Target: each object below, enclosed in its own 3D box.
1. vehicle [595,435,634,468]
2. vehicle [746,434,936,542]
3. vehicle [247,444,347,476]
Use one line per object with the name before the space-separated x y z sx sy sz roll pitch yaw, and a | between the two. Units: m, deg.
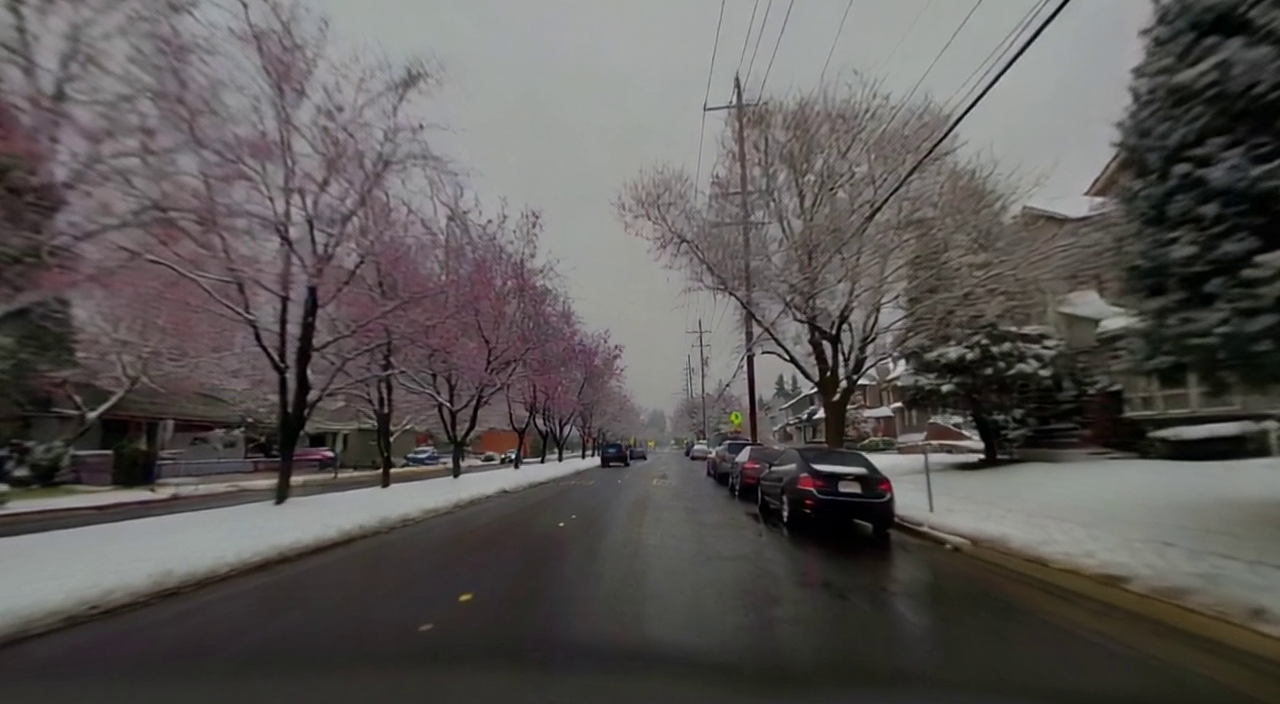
vehicle | -1.593 6.507 41.275 2.202 1.961 4.980 0 -9 2
vehicle | 3.249 2.290 11.326 1.985 1.500 4.654 0 -9 1
vehicle | -21.938 6.924 40.577 5.252 1.925 2.061 3 -9 -19
